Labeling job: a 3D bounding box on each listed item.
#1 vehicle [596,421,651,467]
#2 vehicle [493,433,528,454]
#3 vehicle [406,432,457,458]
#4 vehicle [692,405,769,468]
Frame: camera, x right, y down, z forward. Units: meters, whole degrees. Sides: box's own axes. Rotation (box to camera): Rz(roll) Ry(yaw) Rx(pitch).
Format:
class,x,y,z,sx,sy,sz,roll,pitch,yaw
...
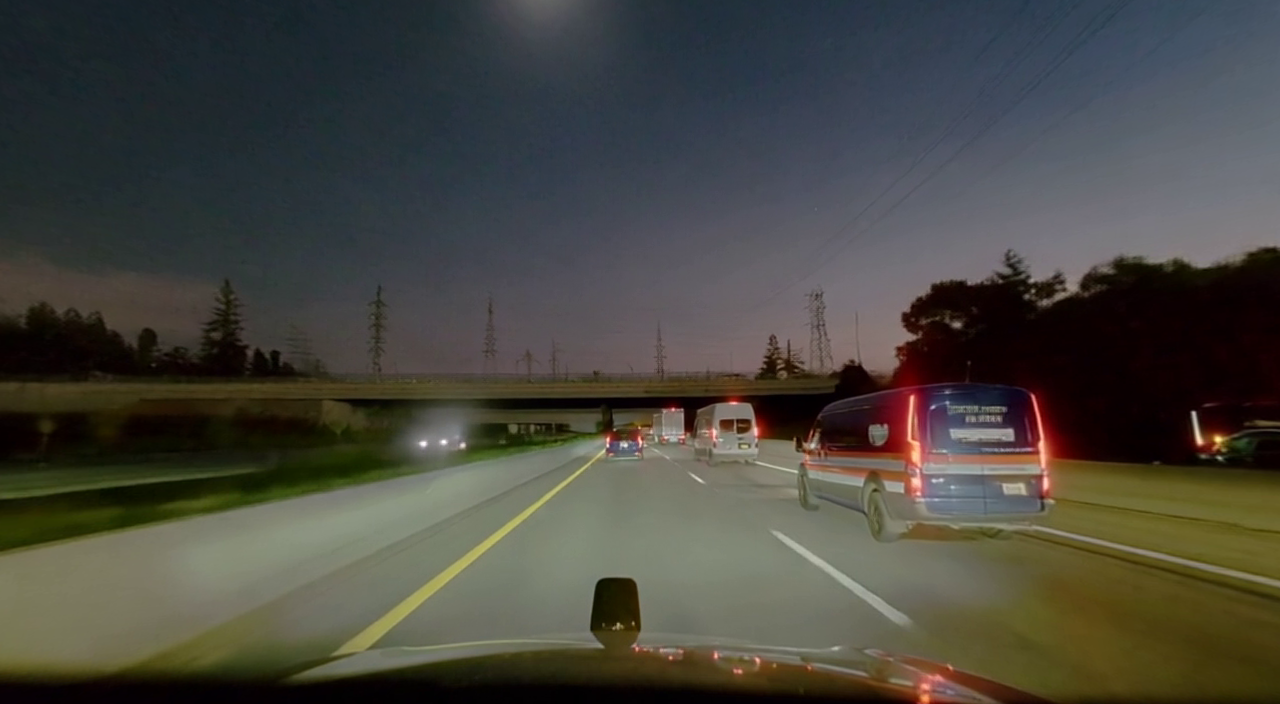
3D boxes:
class,x,y,z,sx,sy,sz,roll,pitch,yaw
vehicle,-0.671,3.792,26.096,2.073,1.750,4.116,0,-8,-2
vehicle,-9.968,7.048,48.787,1.952,1.507,4.281,0,-8,-1
vehicle,-14.264,6.392,43.363,2.056,1.689,4.491,0,-8,-1
vehicle,3.823,3.717,27.842,2.387,2.506,5.374,0,-8,-2
